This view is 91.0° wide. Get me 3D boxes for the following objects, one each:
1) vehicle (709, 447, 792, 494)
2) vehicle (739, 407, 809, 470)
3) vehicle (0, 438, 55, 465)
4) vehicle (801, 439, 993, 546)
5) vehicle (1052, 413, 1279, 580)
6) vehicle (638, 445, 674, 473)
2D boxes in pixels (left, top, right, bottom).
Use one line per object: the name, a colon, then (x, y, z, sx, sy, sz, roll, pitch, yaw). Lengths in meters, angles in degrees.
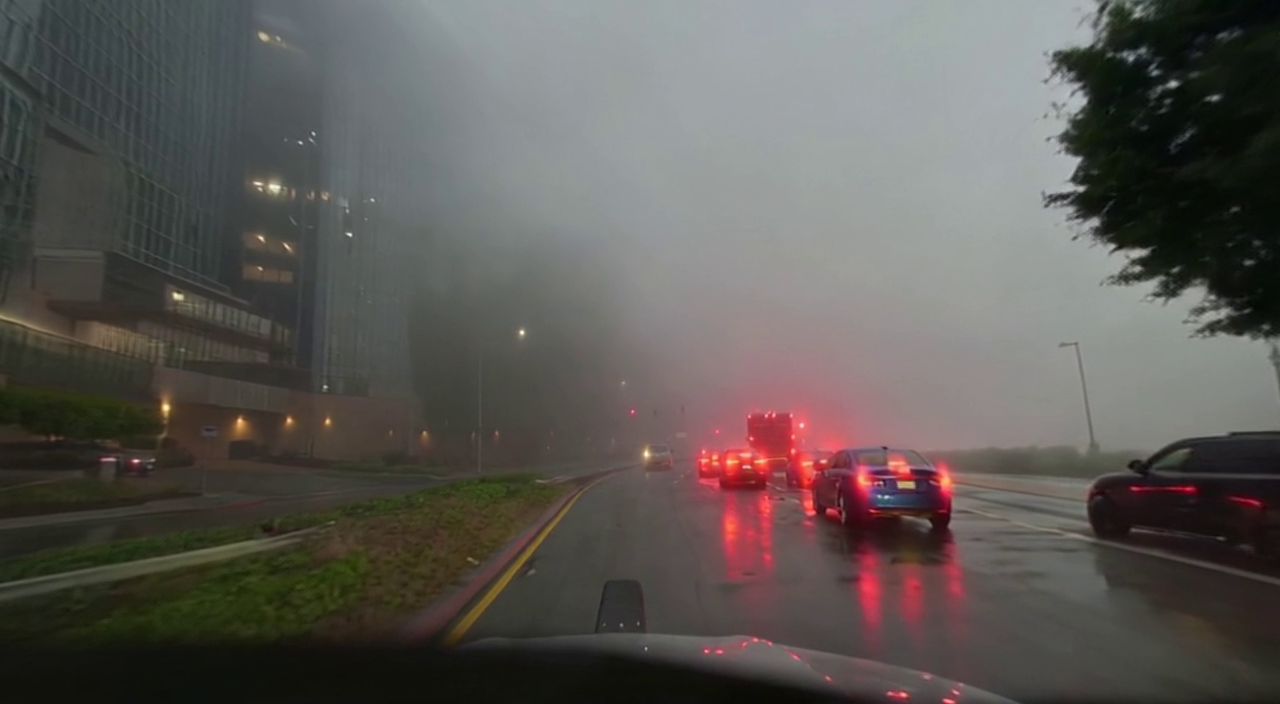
vehicle: (3.946, 4.278, 23.193, 2.183, 1.553, 3.923, 0, -9, -3)
vehicle: (8.819, 6.057, 43.381, 3.128, 3.616, 13.736, -1, -9, 5)
vehicle: (-45.179, 7.206, 45.087, 4.582, 1.636, 1.943, -3, -5, -5)
vehicle: (4.588, 2.534, 12.209, 2.089, 1.609, 4.922, -1, -9, 6)
vehicle: (7.775, 1.646, 7.462, 2.138, 1.738, 5.088, 1, -9, -3)
vehicle: (1.088, 6.839, 40.526, 2.121, 1.728, 4.161, -1, -9, 4)
